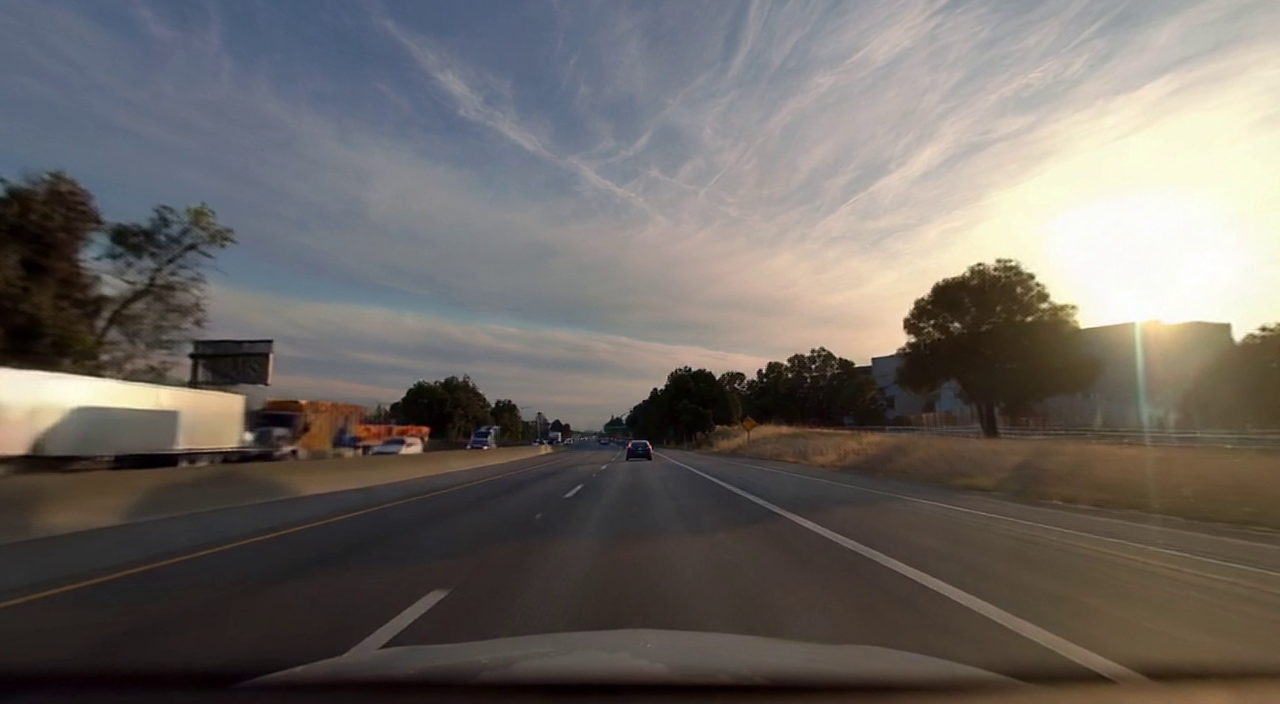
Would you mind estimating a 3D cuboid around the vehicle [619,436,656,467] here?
[{"bbox_3d":[-0.177,5.811,36.834,2.029,1.666,4.064,0,-8,-1],"label":"vehicle"}]

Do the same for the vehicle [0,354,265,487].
[{"bbox_3d":[-21.838,3.075,25.997,3.278,4.147,15.225,0,-8,0],"label":"vehicle"}]

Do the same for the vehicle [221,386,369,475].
[{"bbox_3d":[-17.460,4.156,32.718,2.993,3.993,8.266,0,-8,0],"label":"vehicle"}]

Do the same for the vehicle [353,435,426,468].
[{"bbox_3d":[-13.589,5.420,34.464,1.987,1.655,4.982,0,-8,0],"label":"vehicle"}]
